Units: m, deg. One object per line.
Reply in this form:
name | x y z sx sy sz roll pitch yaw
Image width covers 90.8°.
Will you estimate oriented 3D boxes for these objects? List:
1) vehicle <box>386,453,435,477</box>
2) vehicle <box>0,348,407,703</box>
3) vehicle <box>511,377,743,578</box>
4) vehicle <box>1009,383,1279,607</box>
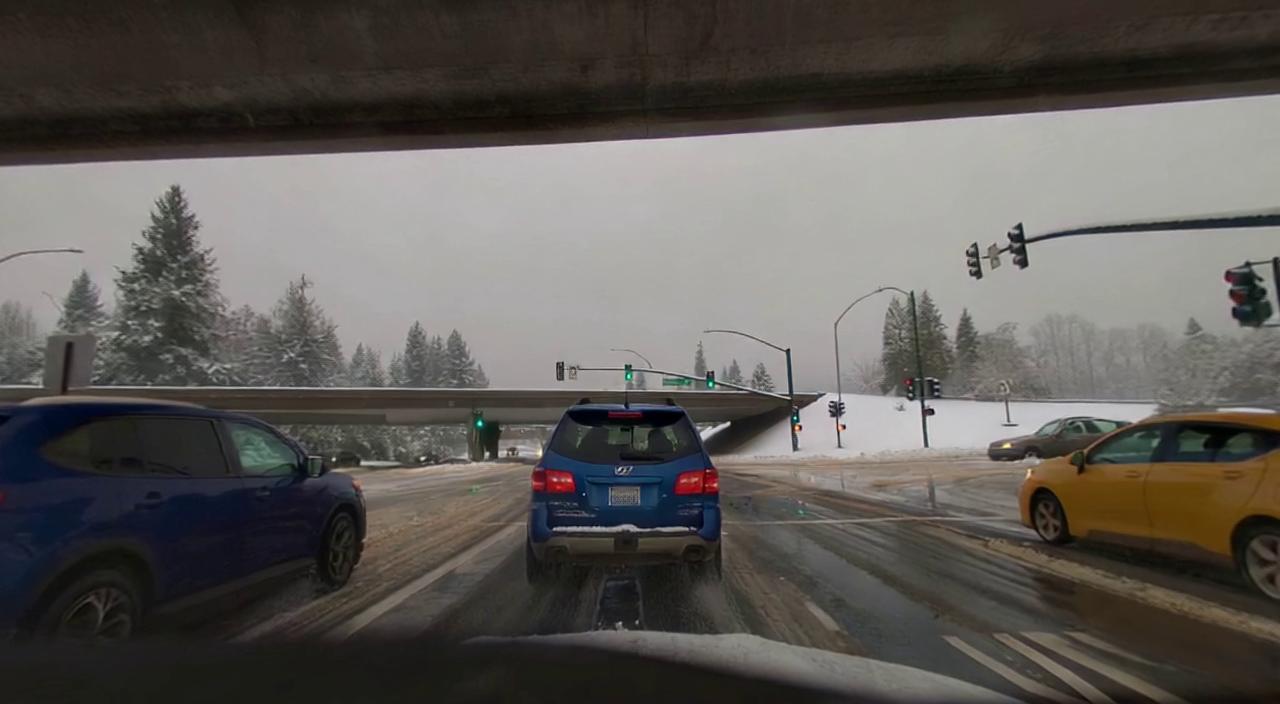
vehicle | -16.272 7.987 45.038 1.859 1.542 4.657 0 -8 -1
vehicle | -3.746 1.203 4.937 2.060 1.768 4.681 0 -8 0
vehicle | -0.219 1.601 8.822 2.342 2.026 4.642 0 -8 -2
vehicle | 6.207 1.372 6.591 2.074 1.785 4.320 0 -8 0
